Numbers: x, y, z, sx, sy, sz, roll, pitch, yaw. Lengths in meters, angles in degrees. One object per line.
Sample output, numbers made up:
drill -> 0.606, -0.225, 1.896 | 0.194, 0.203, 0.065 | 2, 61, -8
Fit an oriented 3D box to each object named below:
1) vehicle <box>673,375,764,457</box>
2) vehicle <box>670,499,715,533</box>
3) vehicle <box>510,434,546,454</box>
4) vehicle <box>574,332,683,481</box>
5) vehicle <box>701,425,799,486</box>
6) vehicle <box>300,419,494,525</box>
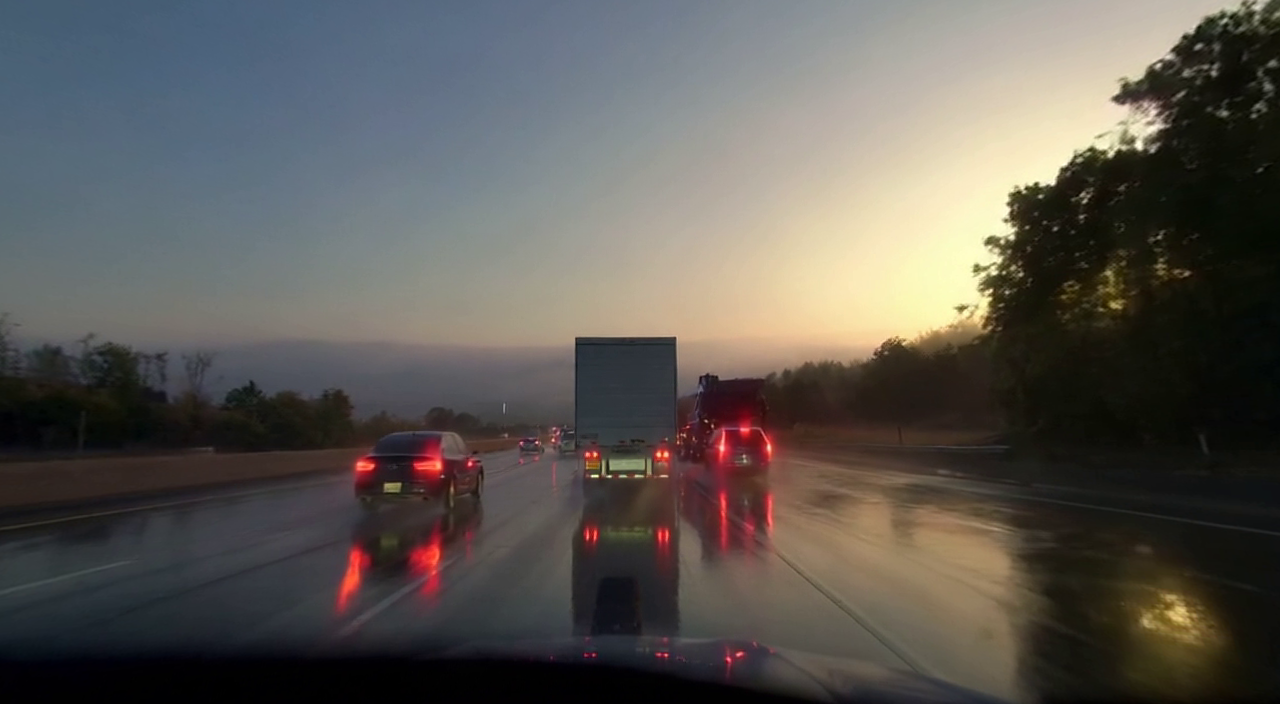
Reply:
vehicle -> 4.141, 4.188, 37.340 | 2.863, 3.936, 14.058 | 1, -9, -3
vehicle -> 3.708, 11.708, 44.925 | 2.835, 2.000, 2.696 | 0, -7, -2
vehicle -> -8.770, 7.214, 49.573 | 2.019, 1.471, 4.347 | 0, -8, -1
vehicle -> -0.432, 2.123, 22.075 | 2.938, 4.033, 9.980 | 0, -8, -1
vehicle -> 2.995, 2.910, 18.055 | 1.976, 1.513, 4.065 | 0, -8, -2
vehicle -> -3.950, 1.987, 11.016 | 1.882, 1.493, 3.828 | 0, -8, 0
